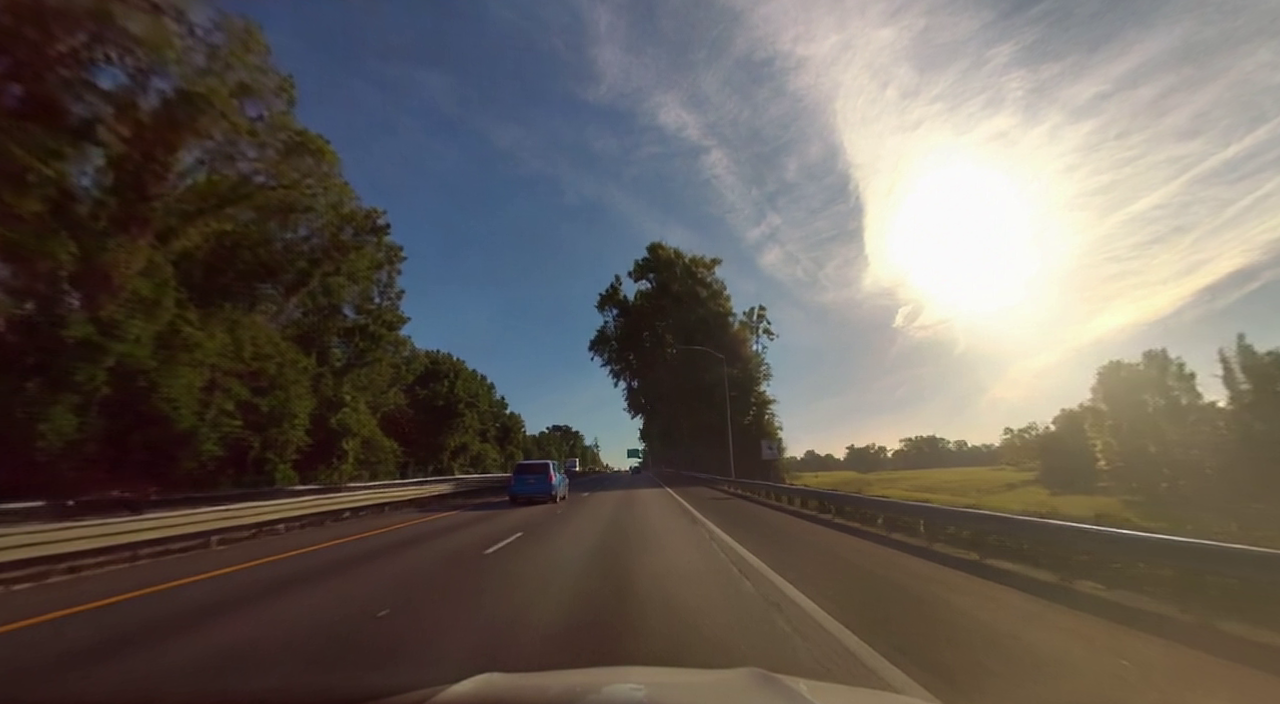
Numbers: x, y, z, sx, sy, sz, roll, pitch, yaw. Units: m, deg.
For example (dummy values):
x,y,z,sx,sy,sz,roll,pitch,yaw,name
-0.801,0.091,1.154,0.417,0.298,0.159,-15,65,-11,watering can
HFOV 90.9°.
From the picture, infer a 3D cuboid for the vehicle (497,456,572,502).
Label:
x,y,z,sx,sy,sz,roll,pitch,yaw,name
-3.946,4.860,24.321,2.081,1.586,4.245,0,-10,1,vehicle
